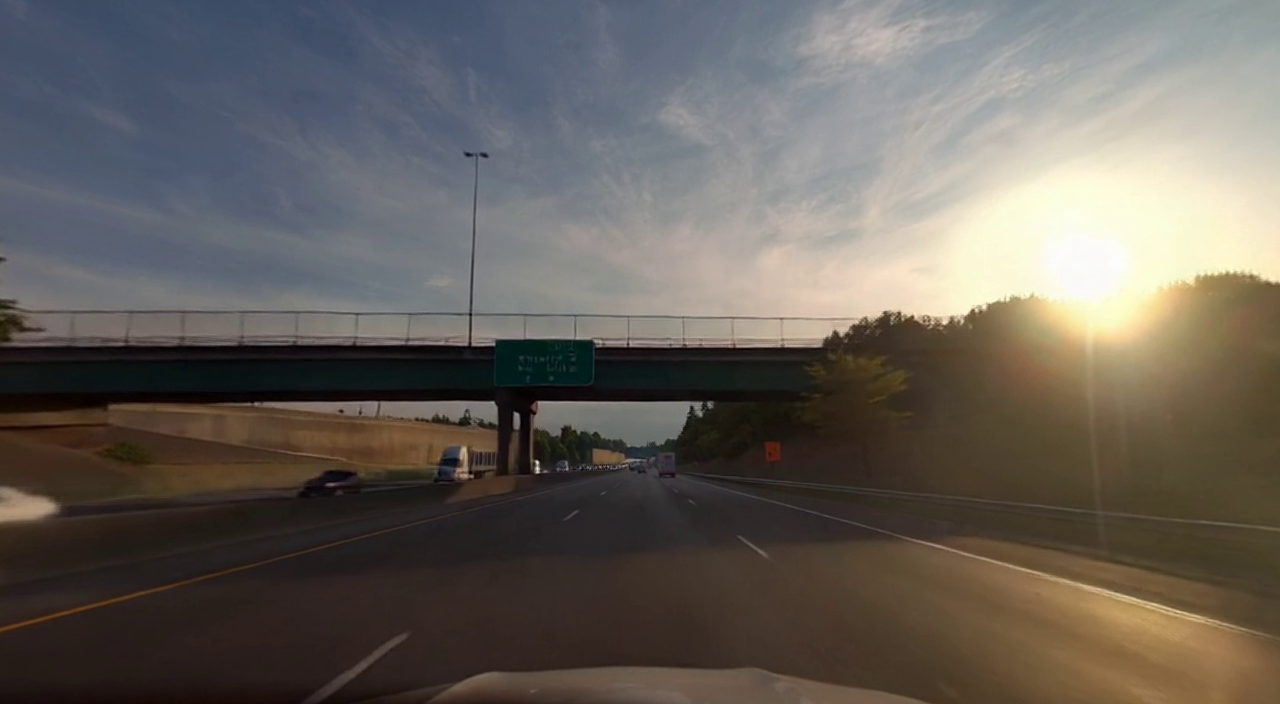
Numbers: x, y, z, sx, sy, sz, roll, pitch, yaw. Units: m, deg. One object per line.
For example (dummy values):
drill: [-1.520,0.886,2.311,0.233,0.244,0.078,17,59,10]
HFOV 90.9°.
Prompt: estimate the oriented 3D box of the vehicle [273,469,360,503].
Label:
vehicle: [-15.806,6.544,31.078,1.898,1.518,4.496,1,-10,0]
